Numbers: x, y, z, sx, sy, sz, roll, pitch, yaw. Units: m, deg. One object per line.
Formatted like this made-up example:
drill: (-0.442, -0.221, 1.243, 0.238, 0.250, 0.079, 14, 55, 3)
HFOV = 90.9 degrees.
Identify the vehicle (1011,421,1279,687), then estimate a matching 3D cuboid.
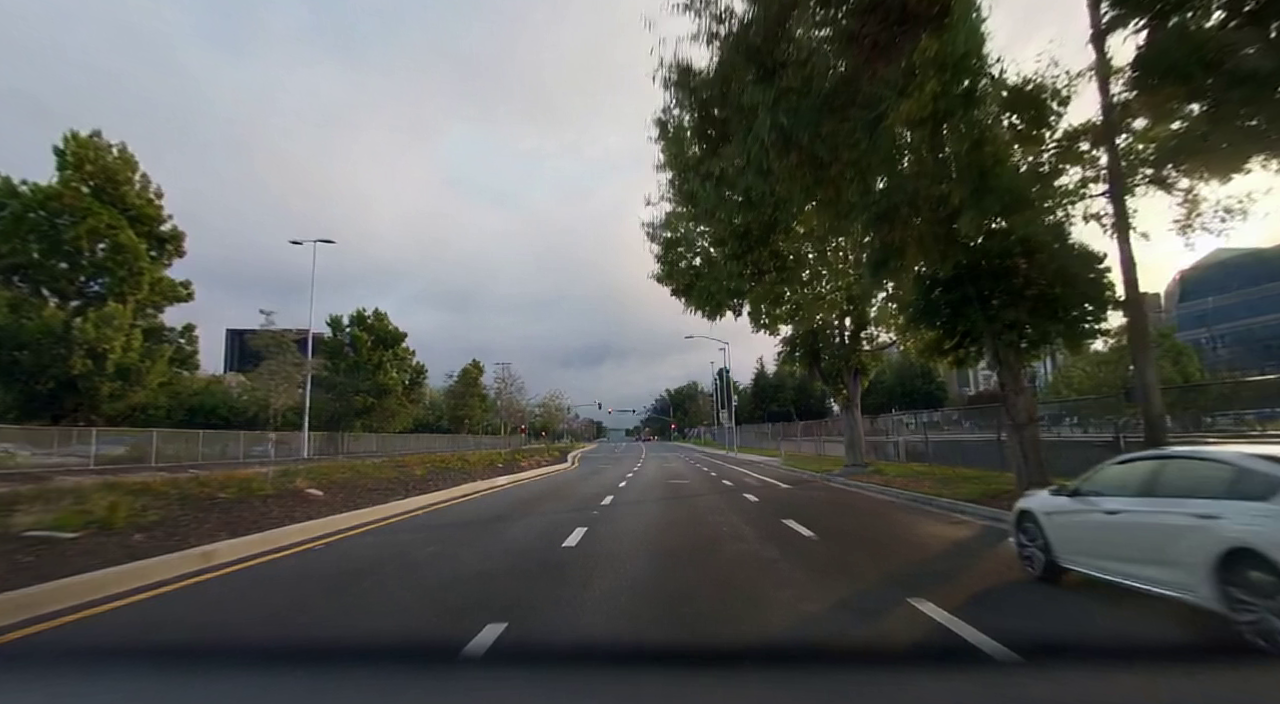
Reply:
vehicle: (4.548, 1.136, 3.653, 2.018, 1.456, 4.451, 0, -8, -1)
